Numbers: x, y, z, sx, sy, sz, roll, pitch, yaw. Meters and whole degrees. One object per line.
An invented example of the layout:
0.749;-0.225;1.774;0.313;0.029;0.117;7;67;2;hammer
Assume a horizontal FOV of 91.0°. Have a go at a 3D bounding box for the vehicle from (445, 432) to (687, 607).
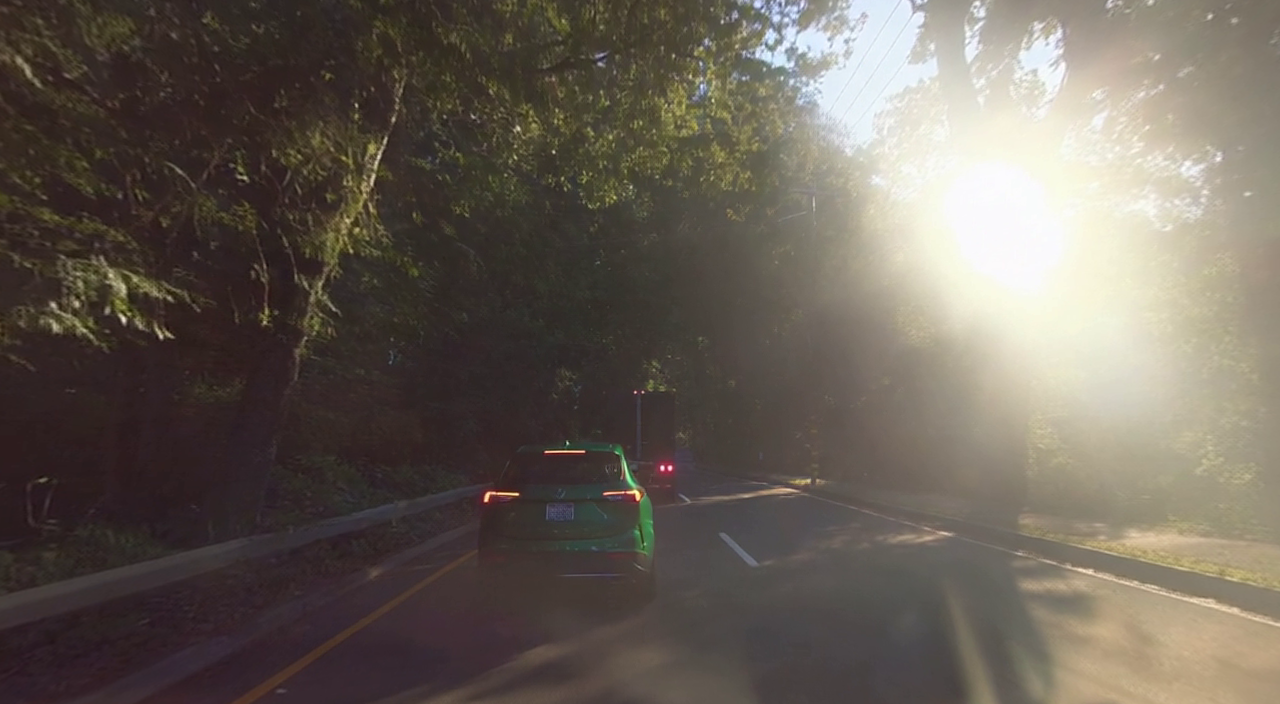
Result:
-0.629;1.752;7.523;2.076;1.490;4.078;0;-9;0;vehicle
